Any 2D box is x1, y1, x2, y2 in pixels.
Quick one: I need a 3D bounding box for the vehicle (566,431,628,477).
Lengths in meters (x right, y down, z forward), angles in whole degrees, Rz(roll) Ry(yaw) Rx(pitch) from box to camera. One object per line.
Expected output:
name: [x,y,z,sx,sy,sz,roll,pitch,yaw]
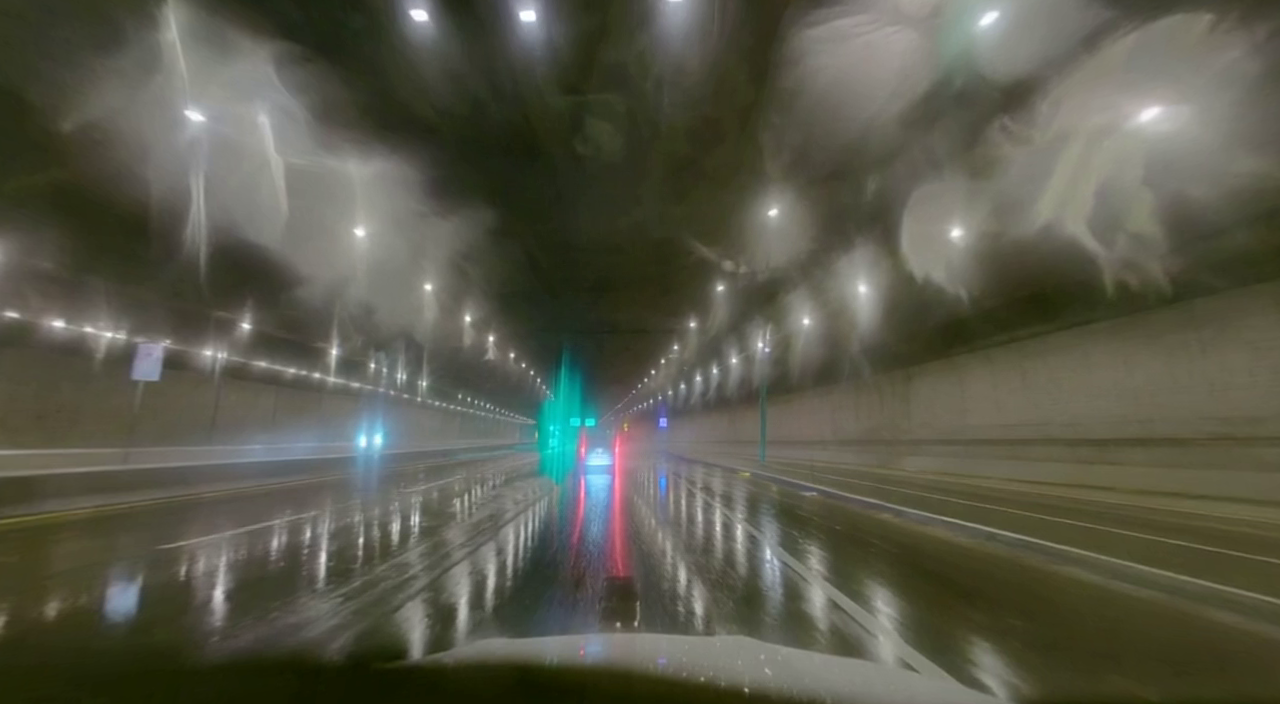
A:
vehicle: [-1.503,3.743,23.428,2.095,1.553,4.069,0,-8,-1]
